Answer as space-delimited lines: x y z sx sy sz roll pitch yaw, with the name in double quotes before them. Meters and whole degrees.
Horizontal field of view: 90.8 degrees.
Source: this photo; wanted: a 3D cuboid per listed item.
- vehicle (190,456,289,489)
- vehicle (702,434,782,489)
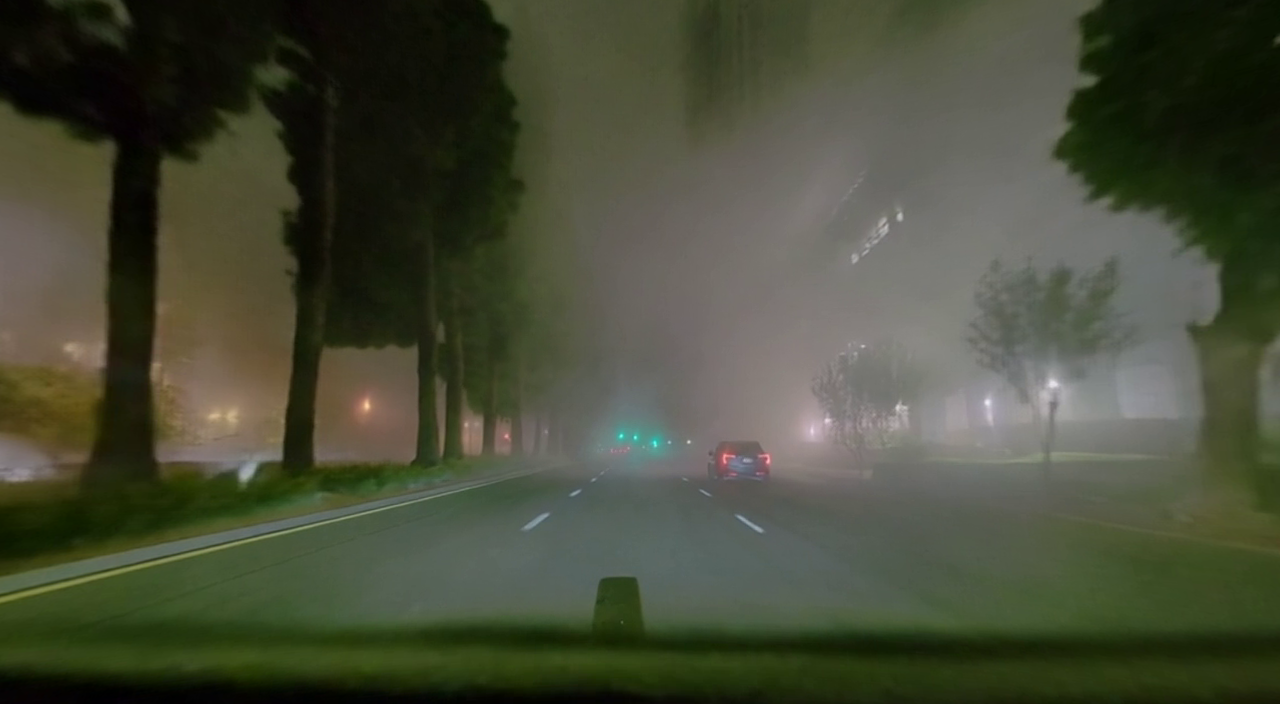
"vehicle" -19.903 5.972 31.692 1.880 1.455 4.654 0 -9 1
"vehicle" 3.526 3.882 22.697 2.083 1.743 4.354 0 -8 -1
